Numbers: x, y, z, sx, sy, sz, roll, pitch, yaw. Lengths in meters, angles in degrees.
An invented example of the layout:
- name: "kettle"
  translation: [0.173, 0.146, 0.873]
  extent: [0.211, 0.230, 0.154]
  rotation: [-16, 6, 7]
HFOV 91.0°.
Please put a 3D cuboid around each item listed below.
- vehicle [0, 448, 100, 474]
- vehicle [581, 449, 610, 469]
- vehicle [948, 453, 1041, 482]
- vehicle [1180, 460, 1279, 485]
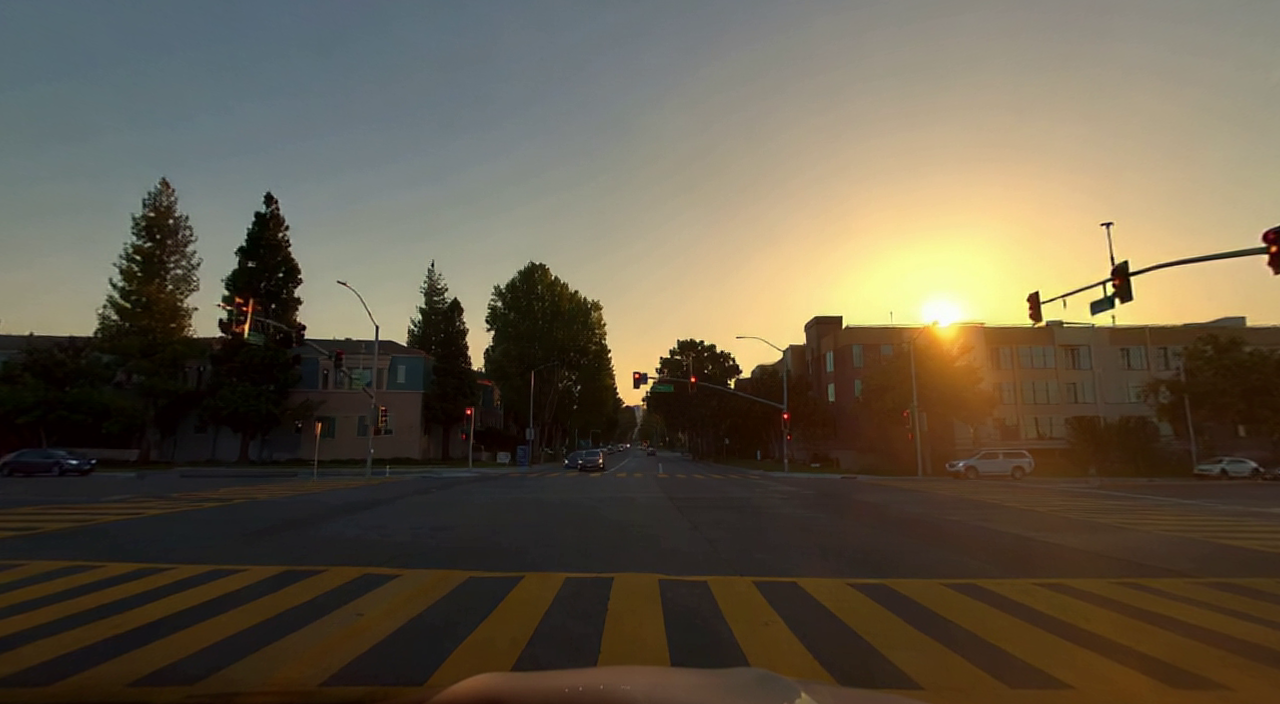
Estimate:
- name: "vehicle"
  translation: [-35.135, 6.419, 37.186]
  extent: [4.741, 1.447, 1.807]
  rotation: [0, -9, 0]
- name: "vehicle"
  translation: [-3.442, 8.360, 49.211]
  extent: [1.908, 1.441, 4.142]
  rotation: [0, -8, 1]
- name: "vehicle"
  translation: [21.106, 6.880, 37.587]
  extent: [4.447, 1.623, 1.801]
  rotation: [0, -8, -3]
- name: "vehicle"
  translation: [36.218, 7.317, 38.299]
  extent: [4.976, 1.428, 1.929]
  rotation: [0, -8, -2]
